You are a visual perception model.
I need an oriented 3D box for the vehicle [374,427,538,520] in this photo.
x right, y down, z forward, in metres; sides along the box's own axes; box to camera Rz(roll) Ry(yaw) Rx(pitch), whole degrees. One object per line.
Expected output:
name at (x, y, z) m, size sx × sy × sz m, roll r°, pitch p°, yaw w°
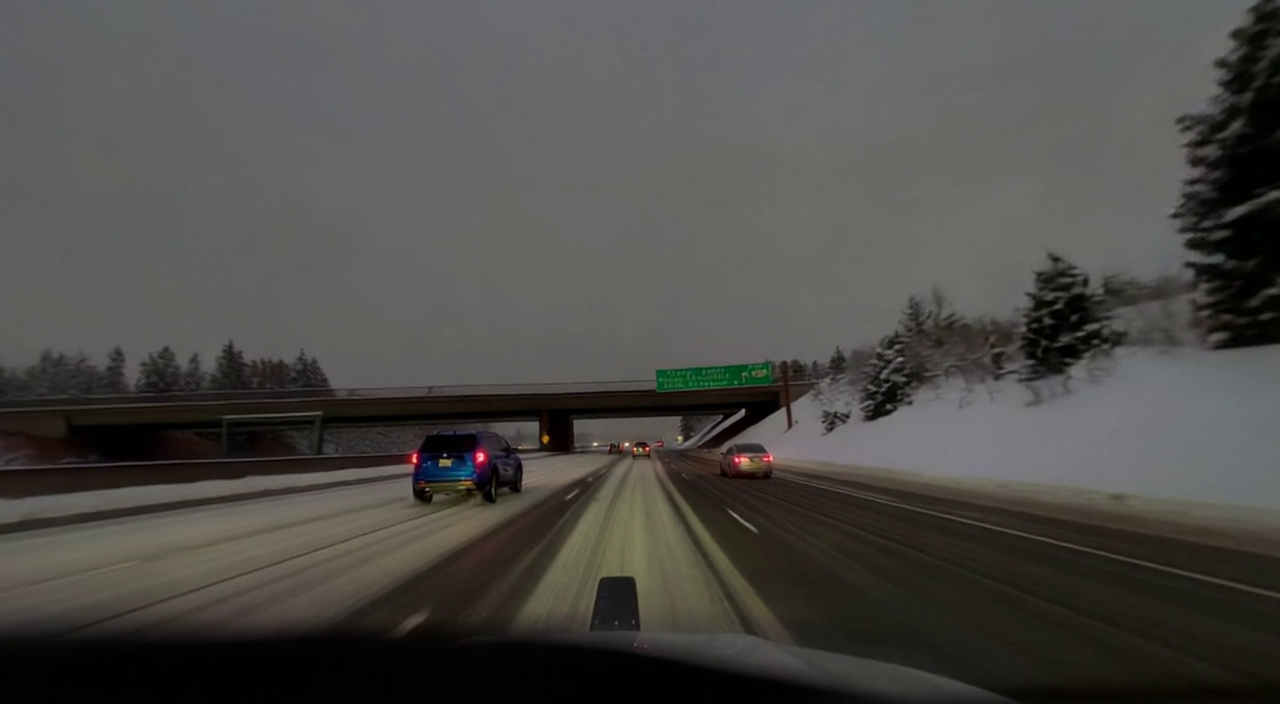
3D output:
vehicle at (-3.618, 2.469, 13.354) m, size 2.193 × 1.641 × 4.077 m, roll 0°, pitch -8°, yaw 0°

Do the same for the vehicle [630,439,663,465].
vehicle at (0.487, 7.722, 48.955) m, size 2.428 × 1.841 × 4.402 m, roll 0°, pitch -8°, yaw 1°

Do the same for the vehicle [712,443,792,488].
vehicle at (3.915, 4.025, 22.890) m, size 2.083 × 1.453 × 4.307 m, roll 0°, pitch -8°, yaw -1°
